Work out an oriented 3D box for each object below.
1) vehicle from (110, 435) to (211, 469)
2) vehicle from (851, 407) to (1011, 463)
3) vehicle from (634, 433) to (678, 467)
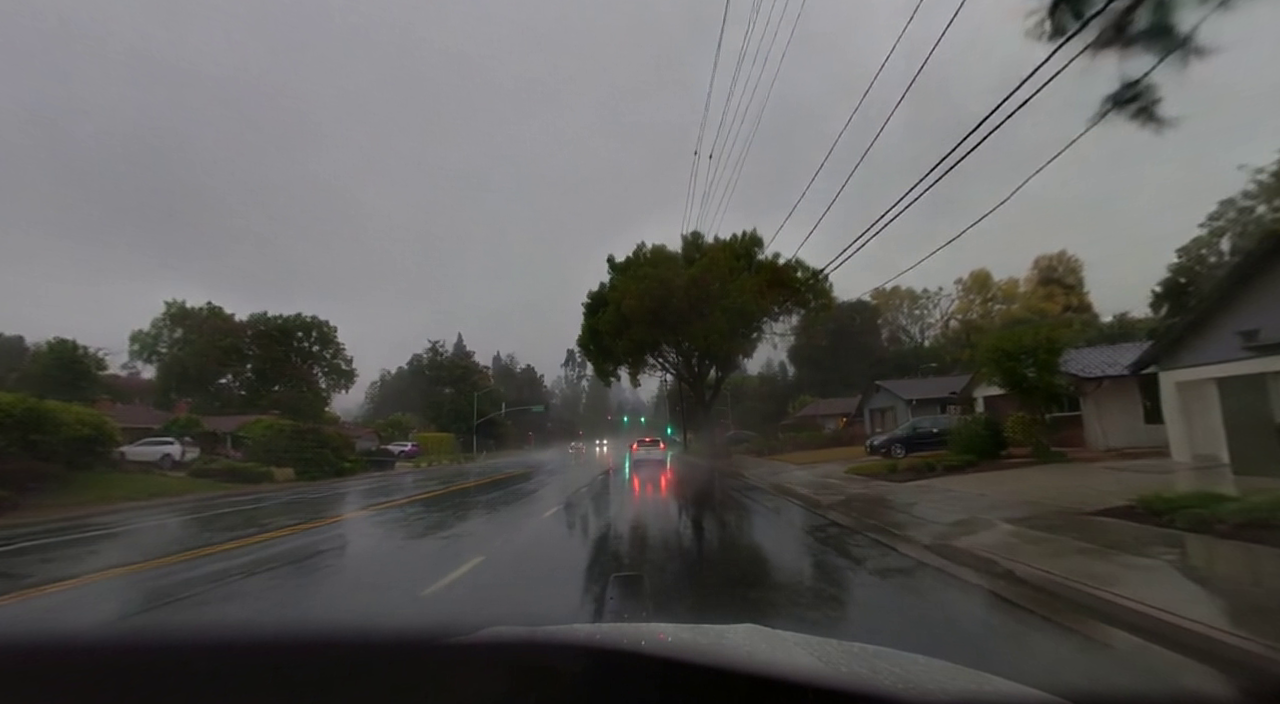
[{"bbox_3d":[-28.255,5.847,37.124,5.100,1.864,2.490,-4,-9,25],"label":"vehicle"},{"bbox_3d":[10.376,3.001,22.759,4.746,1.485,1.916,-5,-8,0],"label":"vehicle"},{"bbox_3d":[0.793,4.920,31.683,2.088,1.607,3.903,0,-8,1],"label":"vehicle"}]
